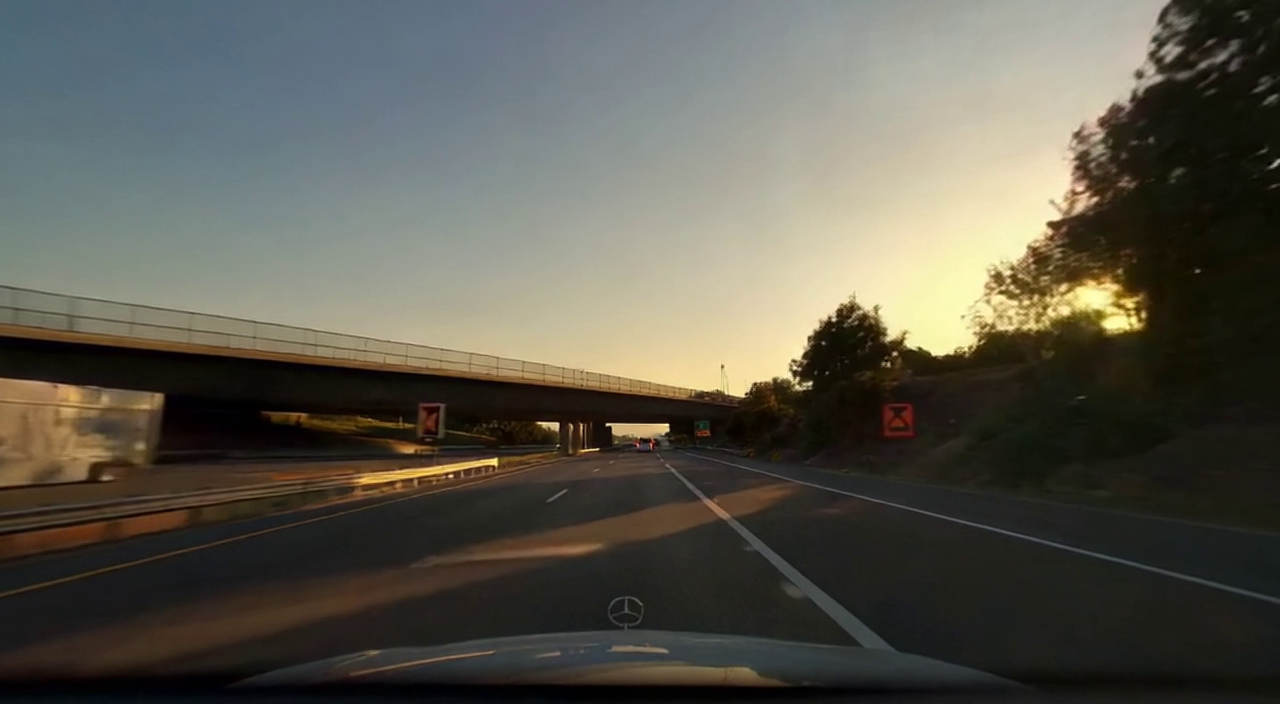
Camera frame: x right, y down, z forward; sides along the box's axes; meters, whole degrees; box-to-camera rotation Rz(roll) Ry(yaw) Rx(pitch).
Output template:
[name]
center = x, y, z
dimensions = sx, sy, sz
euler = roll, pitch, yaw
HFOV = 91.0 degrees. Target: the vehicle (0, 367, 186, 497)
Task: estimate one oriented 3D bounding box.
[vehicle]
center = -21.048, 2.539, 19.805
dimensions = 3.001, 3.922, 14.097
euler = 0, -8, 0
